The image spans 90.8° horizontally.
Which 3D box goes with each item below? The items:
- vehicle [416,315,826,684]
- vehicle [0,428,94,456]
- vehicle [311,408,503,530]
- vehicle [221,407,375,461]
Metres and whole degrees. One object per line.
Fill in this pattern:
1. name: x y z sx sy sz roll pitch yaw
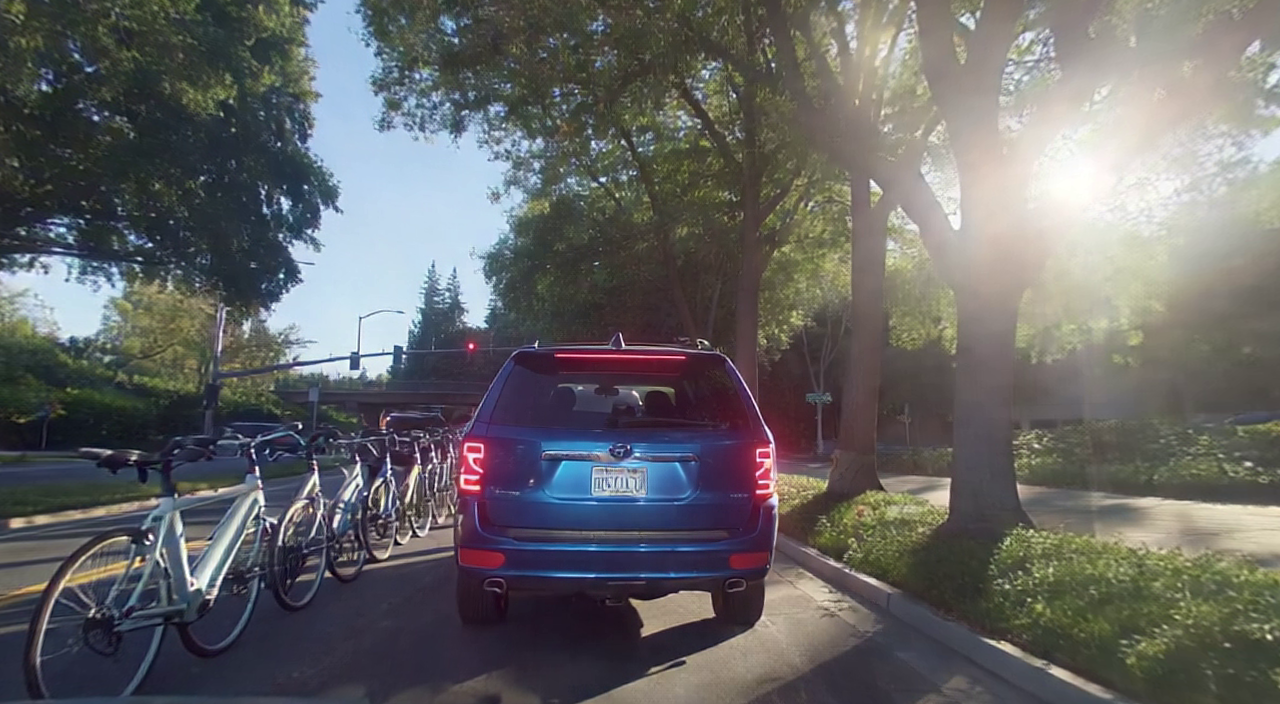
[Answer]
1. vehicle: -0.249 1.158 6.005 2.333 2.087 4.586 1 -8 -4
2. vehicle: -35.752 5.421 38.030 3.926 1.536 1.731 0 -8 -9
3. vehicle: -4.207 2.224 12.598 2.337 1.858 5.409 1 -9 -7
4. vehicle: -22.060 5.375 41.204 8.040 3.335 3.070 1 -9 -7
